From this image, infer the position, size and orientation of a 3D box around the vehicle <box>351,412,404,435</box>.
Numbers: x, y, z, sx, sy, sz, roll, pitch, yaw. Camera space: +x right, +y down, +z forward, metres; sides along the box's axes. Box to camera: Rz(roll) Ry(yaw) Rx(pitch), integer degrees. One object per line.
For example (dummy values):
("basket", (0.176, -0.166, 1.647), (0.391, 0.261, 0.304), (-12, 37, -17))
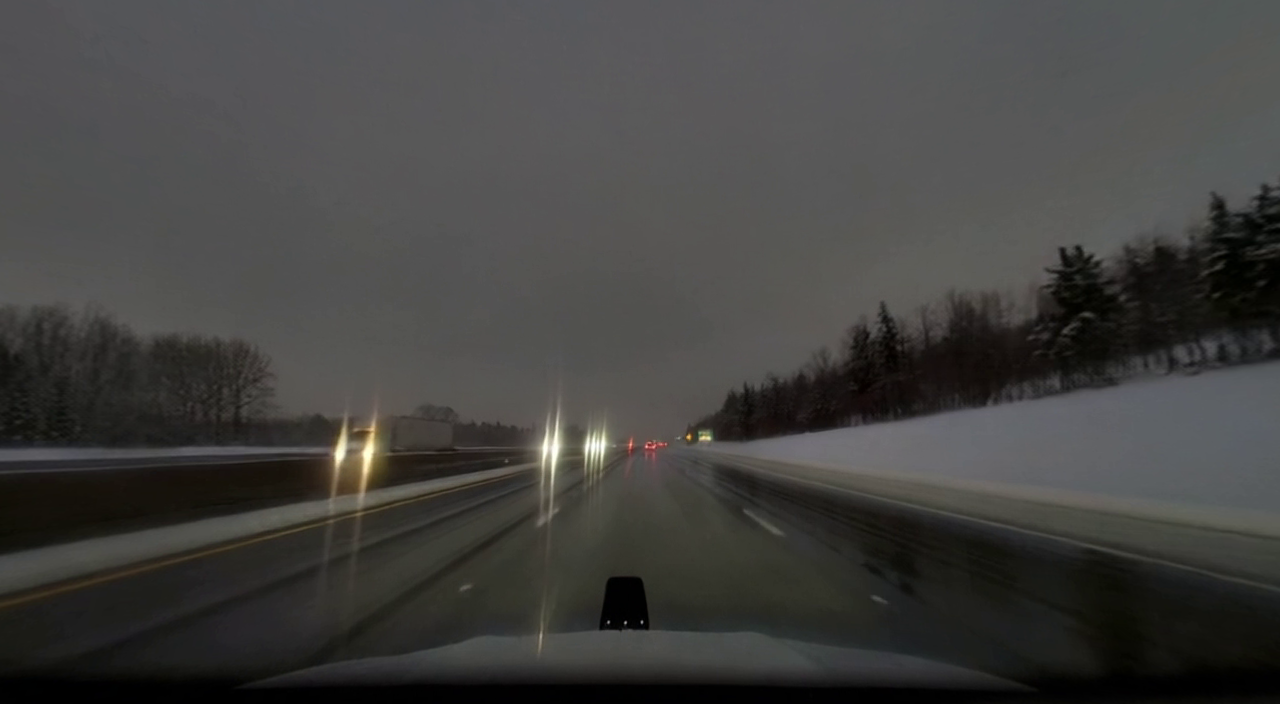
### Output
("vehicle", (-20.247, 5.574, 48.605), (2.010, 1.679, 4.548), (0, -7, 2))

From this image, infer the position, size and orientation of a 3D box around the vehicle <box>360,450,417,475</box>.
("vehicle", (-16.389, 7.202, 41.154), (1.853, 1.544, 4.416), (0, -8, 1))
